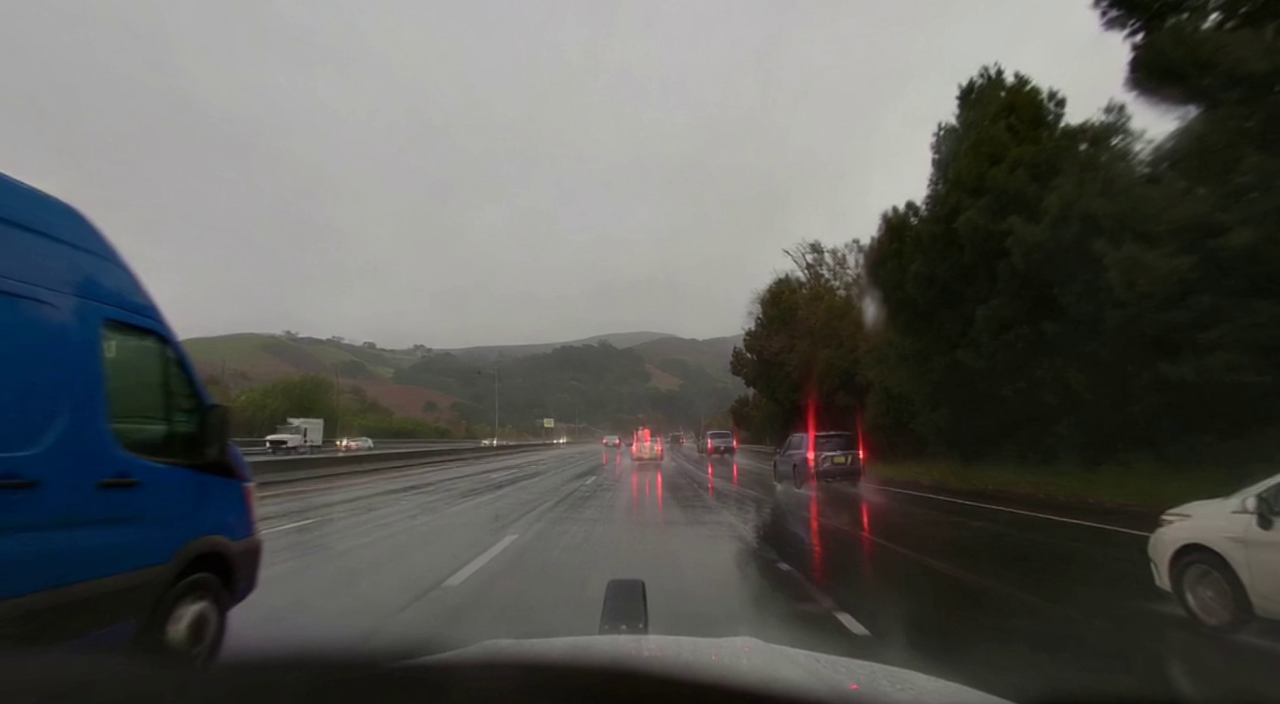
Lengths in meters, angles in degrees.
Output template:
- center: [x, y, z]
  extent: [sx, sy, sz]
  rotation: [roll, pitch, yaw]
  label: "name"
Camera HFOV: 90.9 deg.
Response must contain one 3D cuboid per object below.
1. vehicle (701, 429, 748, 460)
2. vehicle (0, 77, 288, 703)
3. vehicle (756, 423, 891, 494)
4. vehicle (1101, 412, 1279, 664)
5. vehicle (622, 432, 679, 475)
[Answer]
- center: [5.403, 6.014, 40.904]
  extent: [2.229, 1.837, 4.710]
  rotation: [0, -8, -2]
  label: "vehicle"
- center: [-3.585, 0.159, 1.262]
  extent: [2.396, 2.664, 5.735]
  rotation: [0, -8, 0]
  label: "vehicle"
- center: [4.736, 2.833, 17.060]
  extent: [2.270, 1.660, 4.101]
  rotation: [0, -8, -2]
  label: "vehicle"
- center: [4.864, 0.985, 2.949]
  extent: [2.050, 1.491, 4.362]
  rotation: [0, -8, -1]
  label: "vehicle"
- center: [0.367, 3.929, 24.590]
  extent: [2.054, 1.504, 3.890]
  rotation: [0, -8, 0]
  label: "vehicle"
